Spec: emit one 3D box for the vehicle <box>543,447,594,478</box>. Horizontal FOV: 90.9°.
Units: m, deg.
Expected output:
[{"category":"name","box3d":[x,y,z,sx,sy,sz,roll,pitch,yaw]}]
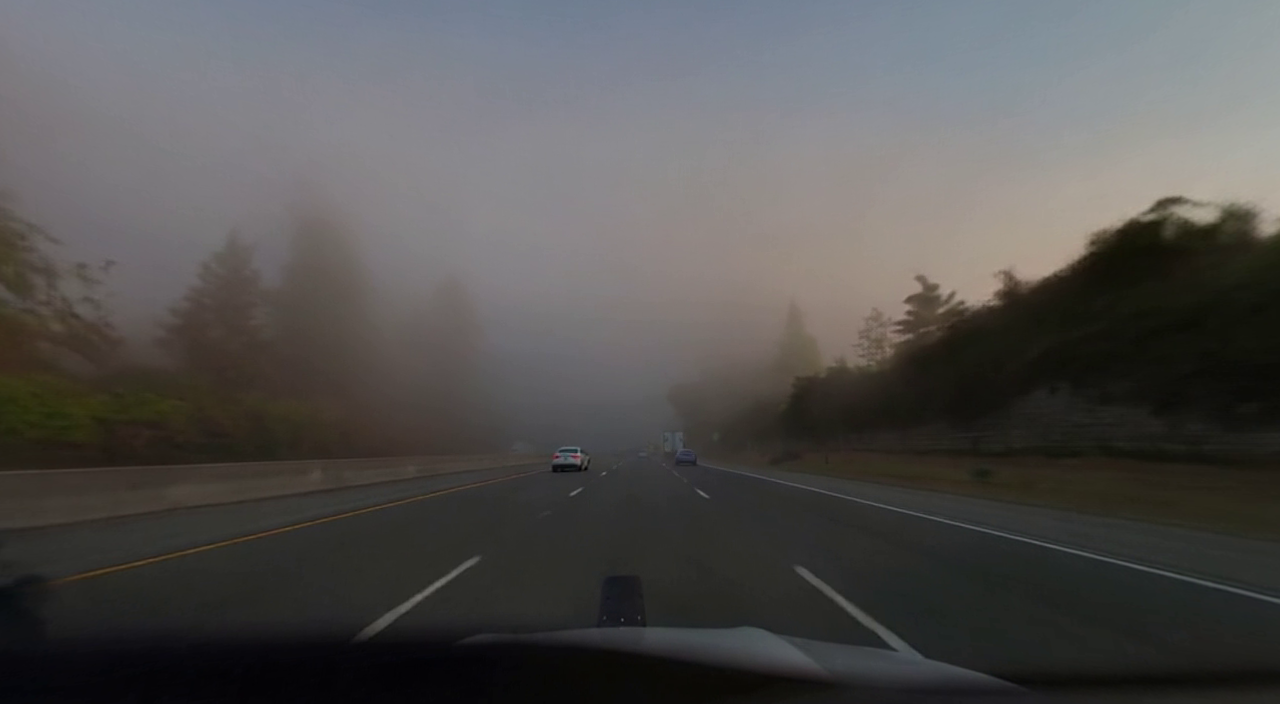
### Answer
[{"category":"vehicle","box3d":[-3.819,5.991,34.503,2.129,1.559,5.272,0,-9,1]}]
